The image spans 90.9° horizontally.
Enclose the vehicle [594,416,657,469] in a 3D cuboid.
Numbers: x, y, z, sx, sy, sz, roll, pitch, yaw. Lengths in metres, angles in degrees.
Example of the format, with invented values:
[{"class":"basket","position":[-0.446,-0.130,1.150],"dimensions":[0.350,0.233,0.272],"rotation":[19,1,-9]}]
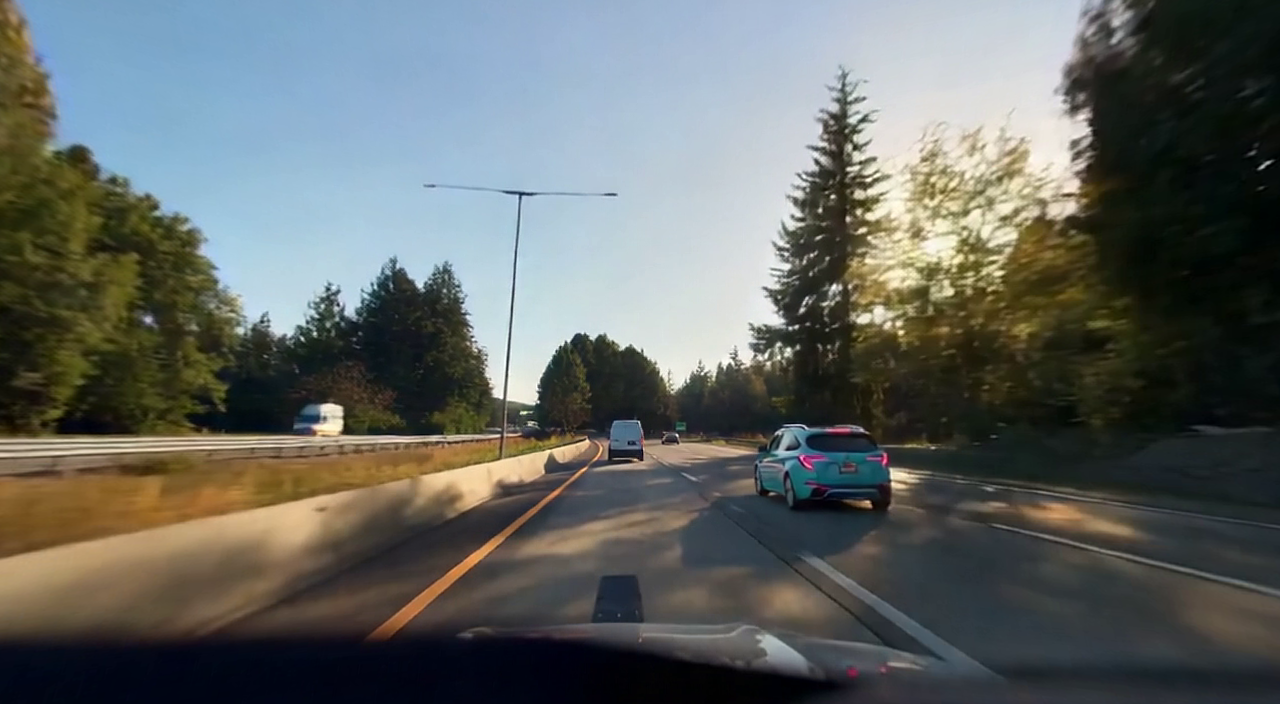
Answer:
[{"class":"vehicle","position":[-0.602,3.775,26.360],"dimensions":[2.403,1.994,4.683],"rotation":[0,-8,-1]}]

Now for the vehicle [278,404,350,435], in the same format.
[{"class":"vehicle","position":[-22.831,4.831,44.474],"dimensions":[2.272,1.959,5.410],"rotation":[0,-8,-2]}]

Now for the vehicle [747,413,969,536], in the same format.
[{"class":"vehicle","position":[3.243,1.899,10.407],"dimensions":[2.078,1.600,4.012],"rotation":[0,-8,-2]}]
